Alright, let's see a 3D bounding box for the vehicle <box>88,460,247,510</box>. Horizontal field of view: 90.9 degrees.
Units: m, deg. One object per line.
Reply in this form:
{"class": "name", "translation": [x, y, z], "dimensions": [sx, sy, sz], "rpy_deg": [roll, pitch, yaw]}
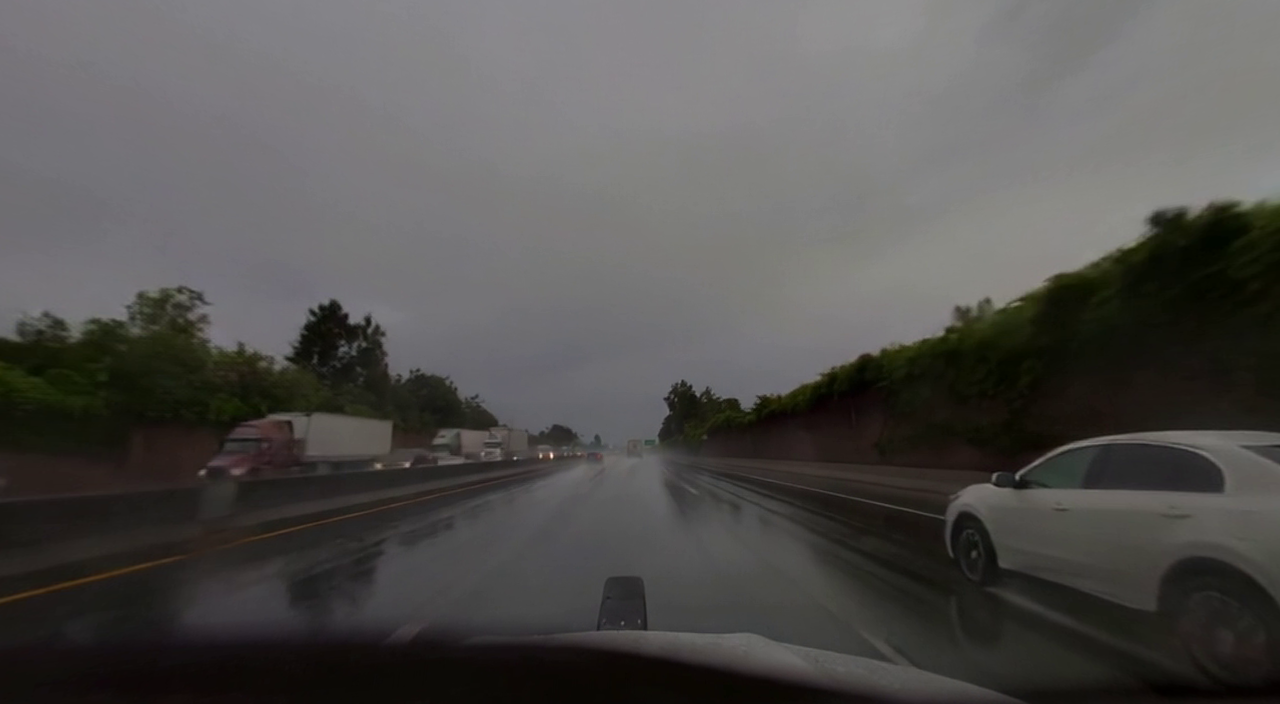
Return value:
{"class": "vehicle", "translation": [-16.099, 4.515, 21.884], "dimensions": [1.878, 1.452, 4.765], "rpy_deg": [0, -9, -1]}

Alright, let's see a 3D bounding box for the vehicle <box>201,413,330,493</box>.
{"class": "vehicle", "translation": [-20.470, 5.595, 35.044], "dimensions": [2.971, 3.945, 6.653], "rpy_deg": [0, -9, 0]}

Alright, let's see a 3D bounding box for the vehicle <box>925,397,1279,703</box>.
{"class": "vehicle", "translation": [3.852, 1.139, 3.942], "dimensions": [2.053, 1.504, 4.386], "rpy_deg": [0, -9, 0]}

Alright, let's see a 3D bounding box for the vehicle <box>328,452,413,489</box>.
{"class": "vehicle", "translation": [-11.756, 5.169, 27.801], "dimensions": [1.859, 1.455, 4.185], "rpy_deg": [0, -9, 0]}

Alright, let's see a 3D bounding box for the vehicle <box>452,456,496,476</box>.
{"class": "vehicle", "translation": [-11.792, 8.106, 45.008], "dimensions": [1.930, 1.372, 3.971], "rpy_deg": [-1, -9, 3]}
